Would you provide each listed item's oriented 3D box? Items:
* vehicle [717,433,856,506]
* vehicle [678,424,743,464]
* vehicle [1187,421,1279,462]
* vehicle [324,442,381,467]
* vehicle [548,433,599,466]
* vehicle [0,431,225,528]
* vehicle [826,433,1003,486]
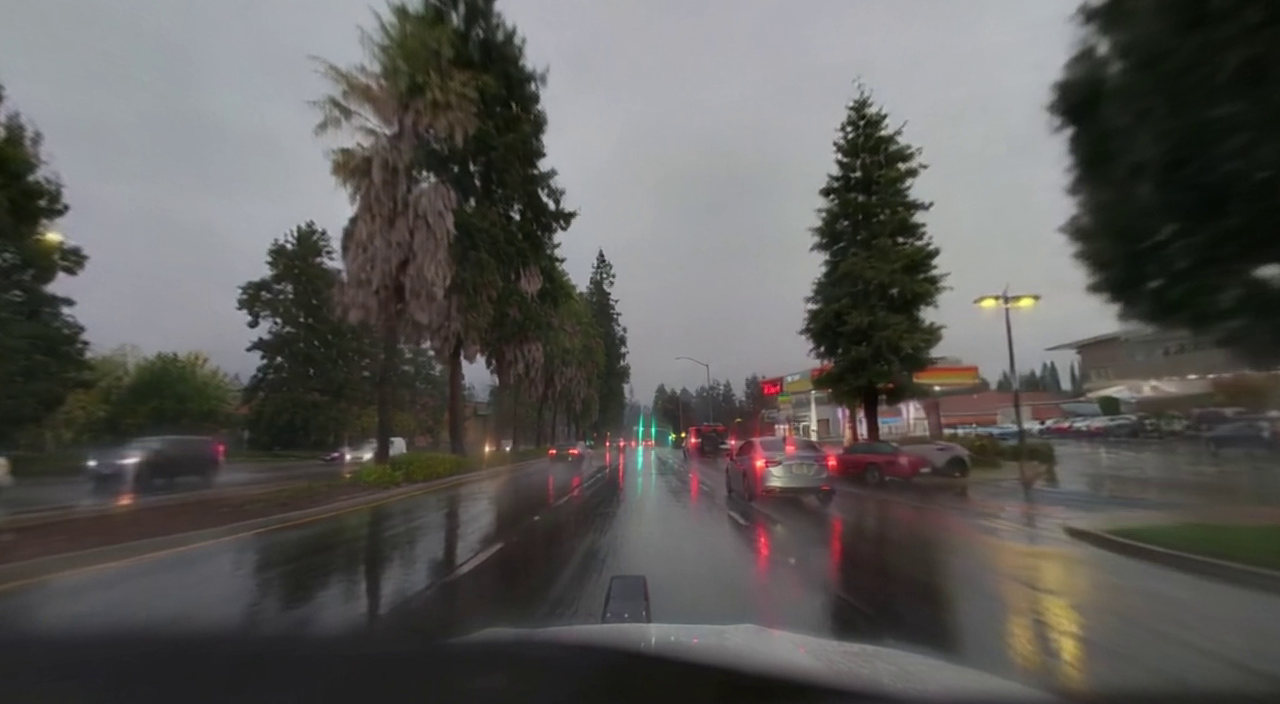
[{"bbox_3d":[3.263,2.713,15.147,2.095,1.475,4.686,0,-8,-1],"label":"vehicle"},{"bbox_3d":[4.005,5.456,37.456,3.245,2.199,6.295,0,-8,1],"label":"vehicle"},{"bbox_3d":[24.046,3.459,24.337,1.921,1.463,4.380,1,-8,0],"label":"vehicle"},{"bbox_3d":[-21.093,7.540,46.520,1.957,1.702,4.544,0,-8,2],"label":"vehicle"},{"bbox_3d":[-3.568,5.360,34.761,2.250,1.713,4.422,0,-8,1],"label":"vehicle"},{"bbox_3d":[-11.404,2.510,13.249,2.004,1.509,4.932,-2,-6,1],"label":"vehicle"},{"bbox_3d":[7.954,3.158,18.753,4.514,1.425,1.937,-2,-8,14],"label":"vehicle"}]
